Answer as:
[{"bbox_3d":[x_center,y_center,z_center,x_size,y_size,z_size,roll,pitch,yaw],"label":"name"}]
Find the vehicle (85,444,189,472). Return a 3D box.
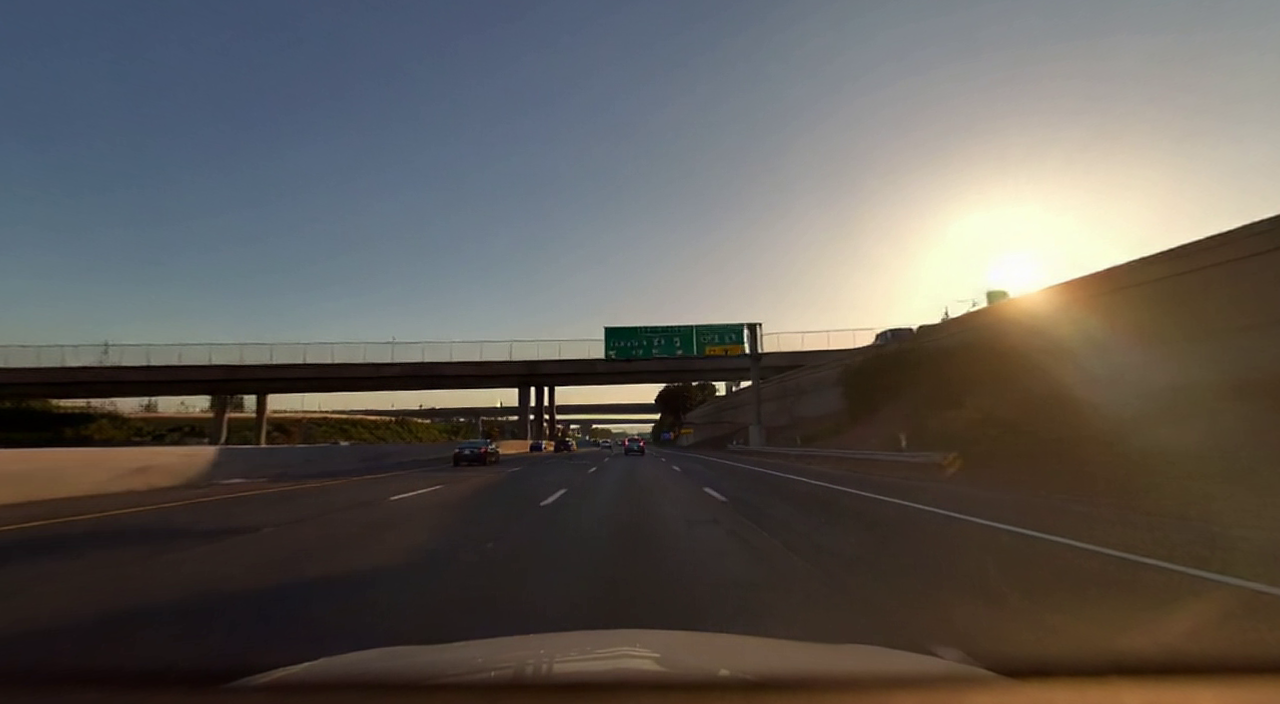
[{"bbox_3d":[-28.354,5.973,35.914,1.989,1.490,4.769,0,-8,0],"label":"vehicle"}]

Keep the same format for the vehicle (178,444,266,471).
[{"bbox_3d":[-24.642,6.212,37.548,1.915,1.485,4.756,0,-8,0],"label":"vehicle"}]

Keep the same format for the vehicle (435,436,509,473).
[{"bbox_3d":[-7.322,4.506,28.135,1.994,1.487,4.605,0,-8,0],"label":"vehicle"}]

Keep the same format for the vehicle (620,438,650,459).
[{"bbox_3d":[-0.427,7.104,46.660,2.086,1.472,4.168,0,-8,-1],"label":"vehicle"}]
